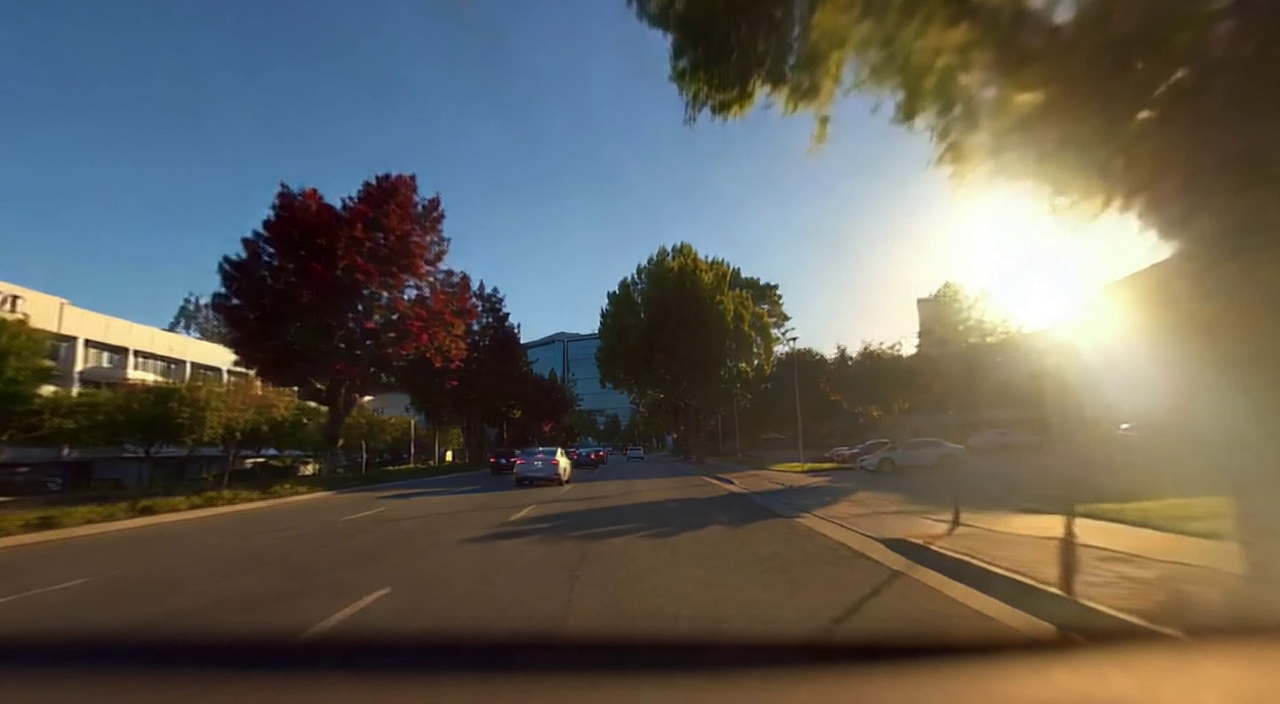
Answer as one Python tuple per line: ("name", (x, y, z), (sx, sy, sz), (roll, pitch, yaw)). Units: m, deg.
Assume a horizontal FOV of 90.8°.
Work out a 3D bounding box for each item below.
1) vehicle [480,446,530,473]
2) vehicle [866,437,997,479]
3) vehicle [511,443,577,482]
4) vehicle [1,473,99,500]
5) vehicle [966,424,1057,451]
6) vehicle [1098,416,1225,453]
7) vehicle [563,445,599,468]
("vehicle", (-8.169, 6.501, 38.596), (1.976, 1.497, 4.709), (0, -8, 1))
("vehicle", (12.991, 4.740, 28.395), (4.790, 1.439, 2.034), (-5, -8, 1))
("vehicle", (-3.962, 4.636, 26.969), (2.011, 1.483, 4.596), (0, -8, 1))
("vehicle", (-37.075, 8.460, 39.781), (4.232, 1.578, 1.759), (1, -9, -2))
("vehicle", (25.480, 5.894, 43.452), (4.939, 1.818, 1.989), (1, -8, -1))
("vehicle", (25.121, 4.013, 30.563), (4.154, 1.662, 2.113), (-1, -8, 1))
("vehicle", (-3.900, 6.958, 42.244), (1.971, 1.414, 4.317), (0, -8, 1))
